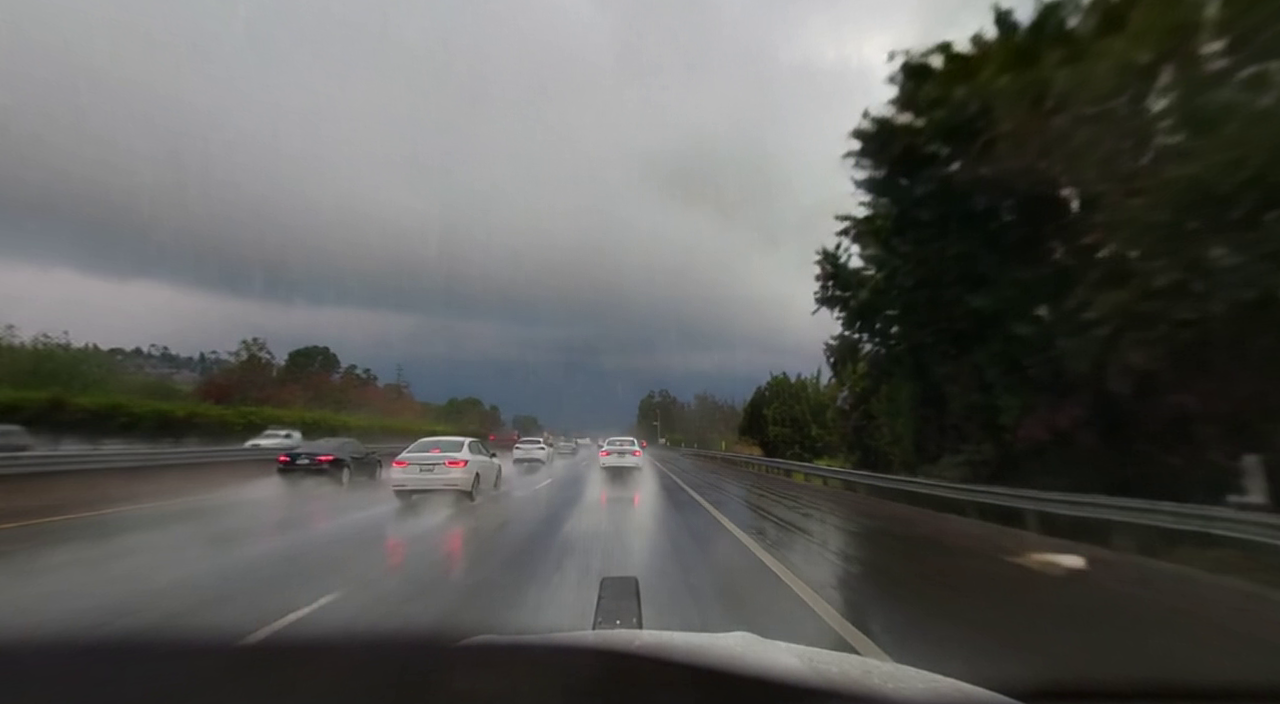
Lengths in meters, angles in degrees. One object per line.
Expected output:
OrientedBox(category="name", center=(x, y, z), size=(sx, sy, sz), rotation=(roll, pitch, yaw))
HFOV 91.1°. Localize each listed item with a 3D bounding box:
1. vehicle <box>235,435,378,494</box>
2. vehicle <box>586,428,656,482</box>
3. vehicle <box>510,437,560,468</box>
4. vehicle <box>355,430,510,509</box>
OrientedBox(category="vehicle", center=(-9.205, 3.085, 17.761), size=(1.850, 1.439, 3.932), rotation=(0, -8, 0))
OrientedBox(category="vehicle", center=(-0.651, 3.505, 21.757), size=(2.178, 1.658, 3.916), rotation=(0, -8, -1))
OrientedBox(category="vehicle", center=(-5.185, 5.000, 31.486), size=(1.835, 1.432, 3.835), rotation=(0, -8, 0))
OrientedBox(category="vehicle", center=(-4.351, 2.513, 14.053), size=(1.971, 1.464, 4.386), rotation=(0, -8, 0))
